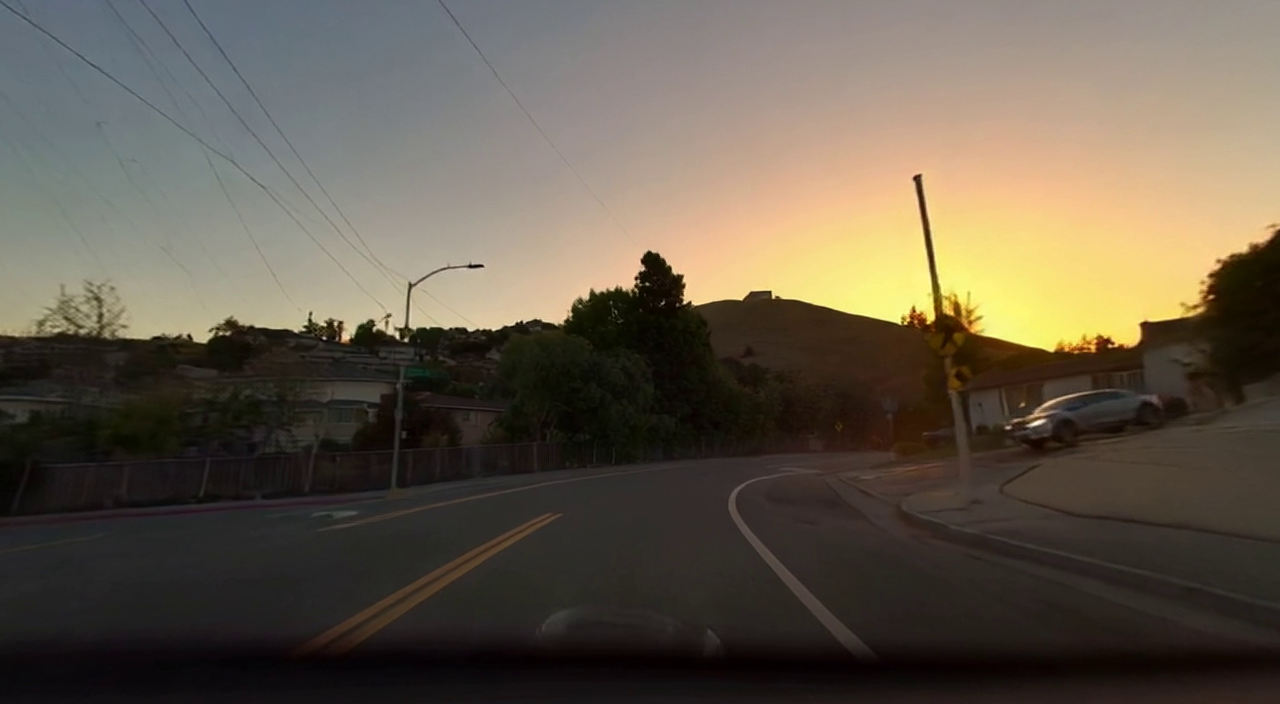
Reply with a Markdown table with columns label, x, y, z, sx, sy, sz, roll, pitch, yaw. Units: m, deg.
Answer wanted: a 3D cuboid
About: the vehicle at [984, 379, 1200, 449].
| label | x | y | z | sx | sy | sz | roll | pitch | yaw |
| --- | --- | --- | --- | --- | --- | --- | --- | --- | --- |
| vehicle | 13.529 | 1.924 | 19.121 | 4.810 | 1.732 | 2.176 | -3 | -9 | -3 |
